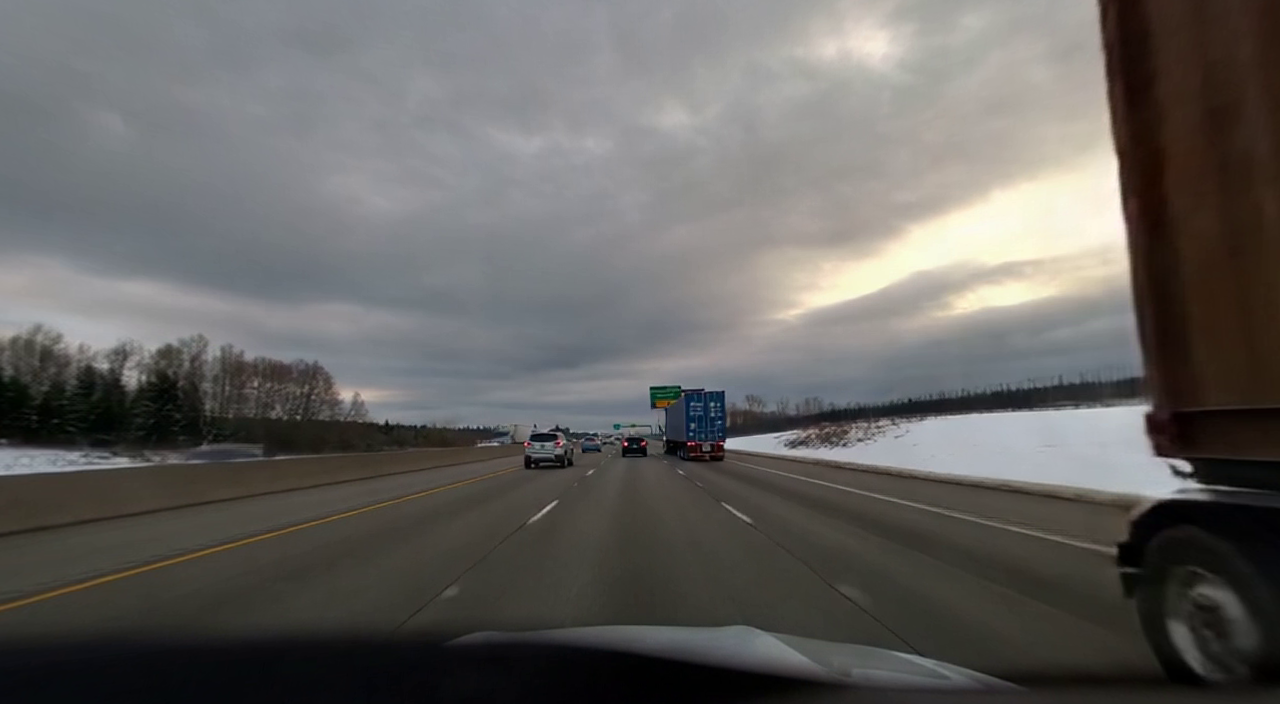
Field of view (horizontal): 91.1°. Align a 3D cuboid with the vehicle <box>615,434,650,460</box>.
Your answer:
[{"bbox_3d":[-0.502,5.939,39.460,2.088,1.567,4.240,0,-8,-1],"label":"vehicle"}]

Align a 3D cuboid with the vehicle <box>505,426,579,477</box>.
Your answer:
[{"bbox_3d":[-3.513,3.654,23.395,2.054,1.671,4.445,0,-8,0],"label":"vehicle"}]

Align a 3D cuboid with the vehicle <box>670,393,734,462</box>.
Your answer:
[{"bbox_3d":[3.650,4.736,39.212,2.883,3.836,7.894,0,-8,-2],"label":"vehicle"}]

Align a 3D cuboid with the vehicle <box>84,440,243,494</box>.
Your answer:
[{"bbox_3d":[-15.570,3.731,20.910,1.889,1.586,4.369,0,-8,-1],"label":"vehicle"}]

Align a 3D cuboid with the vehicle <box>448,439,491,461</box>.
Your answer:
[{"bbox_3d":[-12.911,7.438,47.888,1.954,1.527,4.652,0,-8,0],"label":"vehicle"}]
